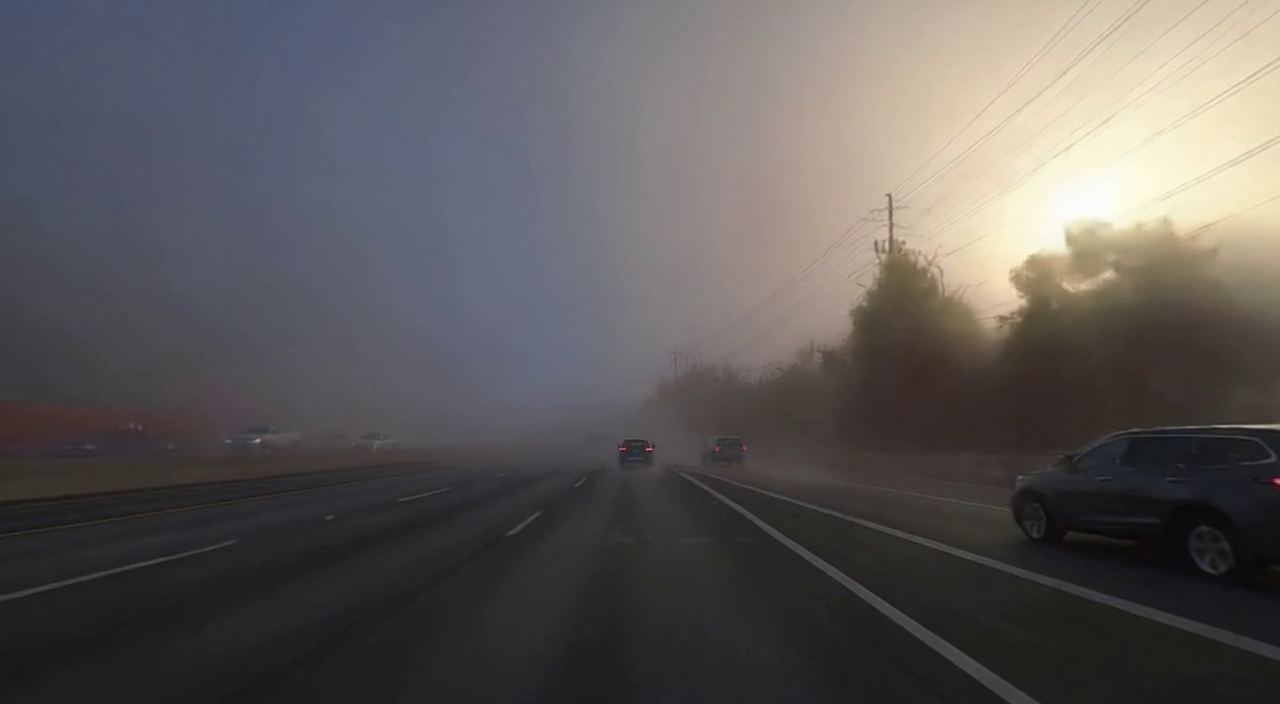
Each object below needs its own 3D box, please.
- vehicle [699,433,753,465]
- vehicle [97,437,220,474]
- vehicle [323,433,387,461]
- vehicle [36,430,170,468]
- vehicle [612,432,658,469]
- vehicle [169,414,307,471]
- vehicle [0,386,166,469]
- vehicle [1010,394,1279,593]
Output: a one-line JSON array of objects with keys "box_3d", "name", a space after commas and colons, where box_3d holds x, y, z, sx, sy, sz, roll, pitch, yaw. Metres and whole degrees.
[{"box_3d": [4.889, 5.602, 36.614, 2.099, 1.720, 4.829, 1, -8, -4], "name": "vehicle"}, {"box_3d": [-20.286, 4.377, 26.846, 1.858, 1.414, 4.389, 0, -8, -1], "name": "vehicle"}, {"box_3d": [-16.602, 5.564, 36.966, 1.838, 1.551, 4.182, 0, -8, -2], "name": "vehicle"}, {"box_3d": [-24.096, 4.382, 28.582, 2.224, 1.589, 4.402, 0, -8, -1], "name": "vehicle"}, {"box_3d": [-0.316, 5.057, 32.445, 2.192, 1.769, 4.287, 0, -8, -2], "name": "vehicle"}, {"box_3d": [-16.526, 3.796, 26.409, 2.208, 2.085, 5.448, 0, -8, -1], "name": "vehicle"}, {"box_3d": [-27.490, 3.783, 30.805, 2.807, 3.546, 7.341, 0, -8, -1], "name": "vehicle"}, {"box_3d": [6.604, 1.437, 6.849, 2.102, 1.723, 4.745, 0, -8, -3], "name": "vehicle"}]
